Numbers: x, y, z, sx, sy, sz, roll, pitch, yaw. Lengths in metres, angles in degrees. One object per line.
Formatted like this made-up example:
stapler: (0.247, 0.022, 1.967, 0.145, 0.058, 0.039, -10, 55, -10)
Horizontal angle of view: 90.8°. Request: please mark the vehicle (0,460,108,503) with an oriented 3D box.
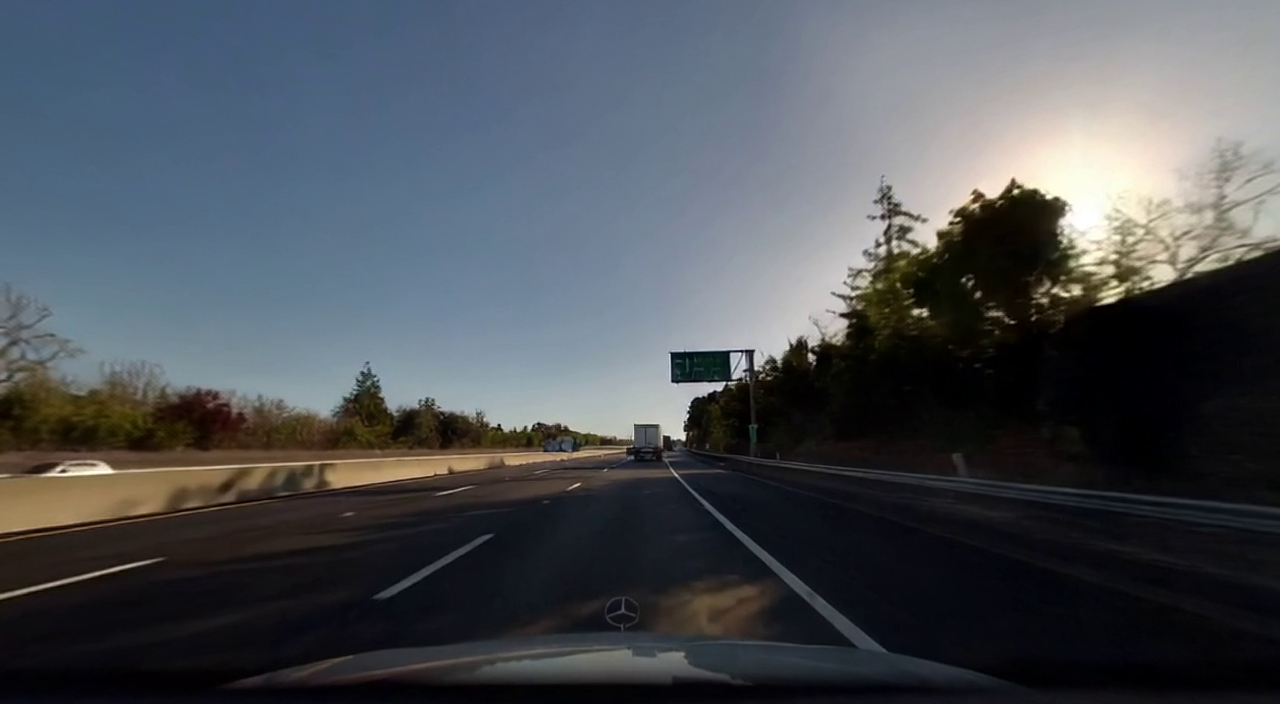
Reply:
vehicle: (-23.675, 5.004, 24.764, 1.791, 1.472, 4.210, 0, -9, 1)
